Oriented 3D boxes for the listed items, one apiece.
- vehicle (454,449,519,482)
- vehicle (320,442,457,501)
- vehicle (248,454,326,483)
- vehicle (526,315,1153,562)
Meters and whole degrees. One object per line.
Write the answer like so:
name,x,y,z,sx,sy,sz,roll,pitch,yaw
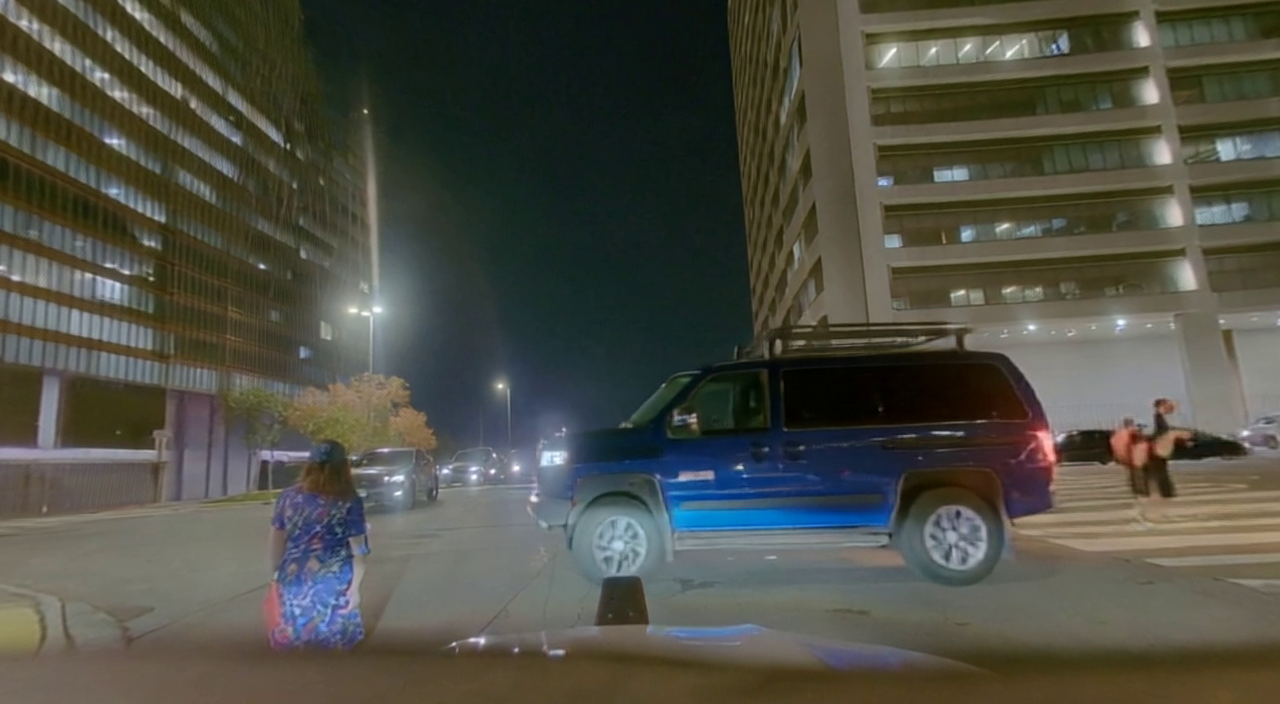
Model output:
vehicle,-7.624,5.681,31.716,2.164,1.494,4.235,0,-8,1
vehicle,-8.143,3.885,21.015,2.395,1.719,4.549,-1,-8,5
vehicle,-19.269,6.364,34.544,3.467,1.456,1.649,4,-9,-23
vehicle,2.211,1.153,8.479,6.932,2.753,2.446,-1,-8,3
